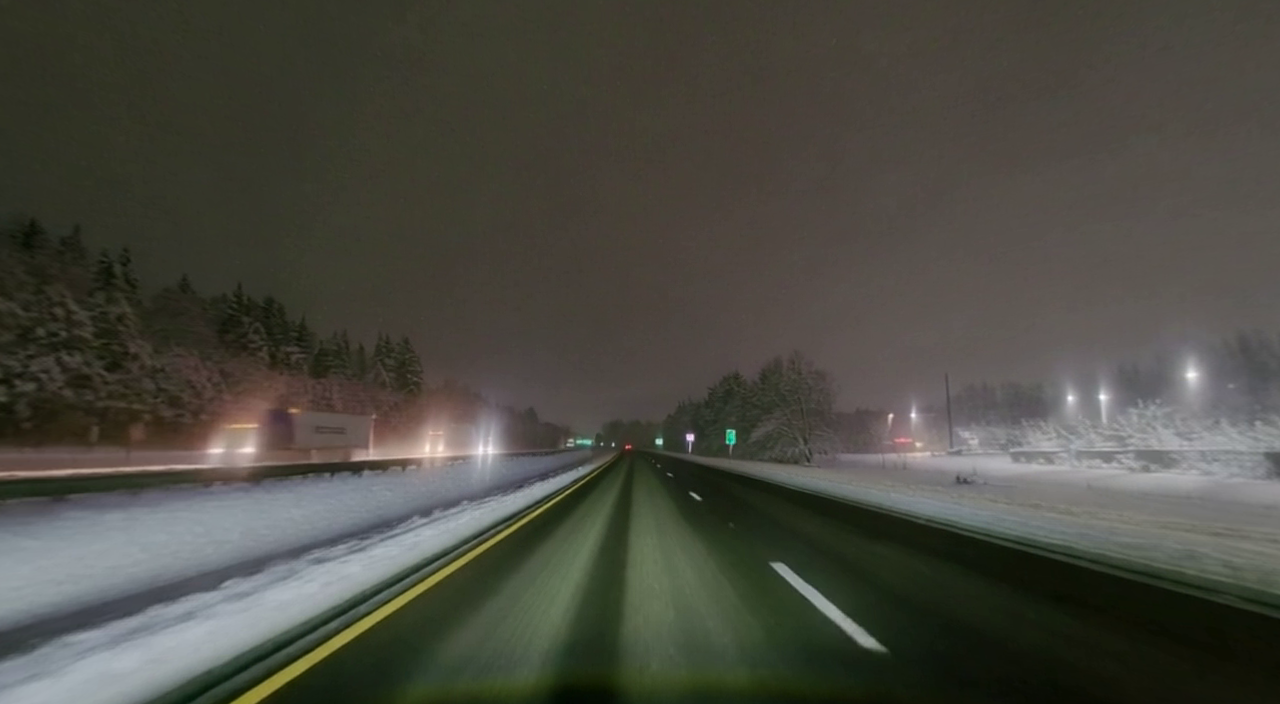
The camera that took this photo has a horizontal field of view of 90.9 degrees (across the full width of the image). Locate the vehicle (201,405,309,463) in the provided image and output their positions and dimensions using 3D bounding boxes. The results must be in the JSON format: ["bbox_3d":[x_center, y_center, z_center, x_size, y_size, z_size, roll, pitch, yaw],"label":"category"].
[{"bbox_3d":[-28.914,6.282,47.934,3.022,3.996,8.151,0,-9,0],"label":"vehicle"}]
